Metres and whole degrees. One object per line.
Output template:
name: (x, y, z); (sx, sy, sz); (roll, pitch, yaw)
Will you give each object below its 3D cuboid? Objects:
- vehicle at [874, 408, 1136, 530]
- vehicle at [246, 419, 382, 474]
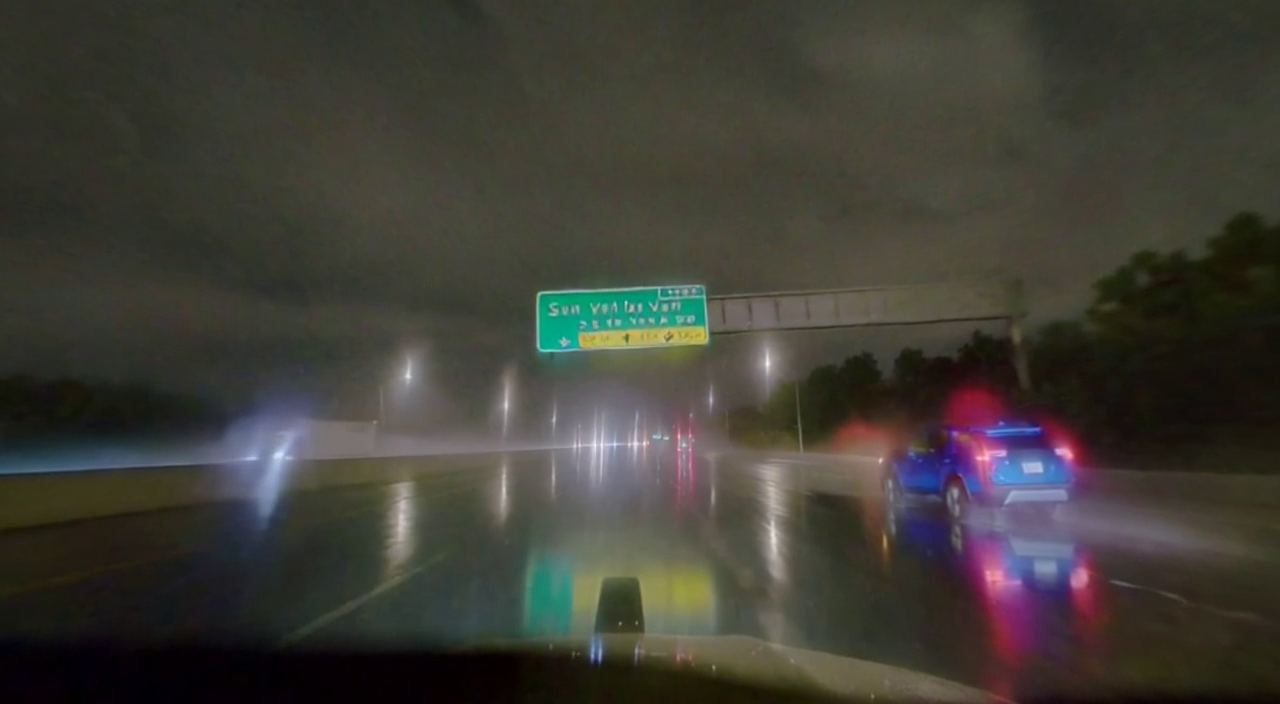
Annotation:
vehicle: (6.579, 2.171, 12.243); (2.222, 1.899, 4.595); (0, -8, -1)
vehicle: (-22.085, 6.585, 44.108); (2.950, 3.260, 12.497); (0, -8, 0)
